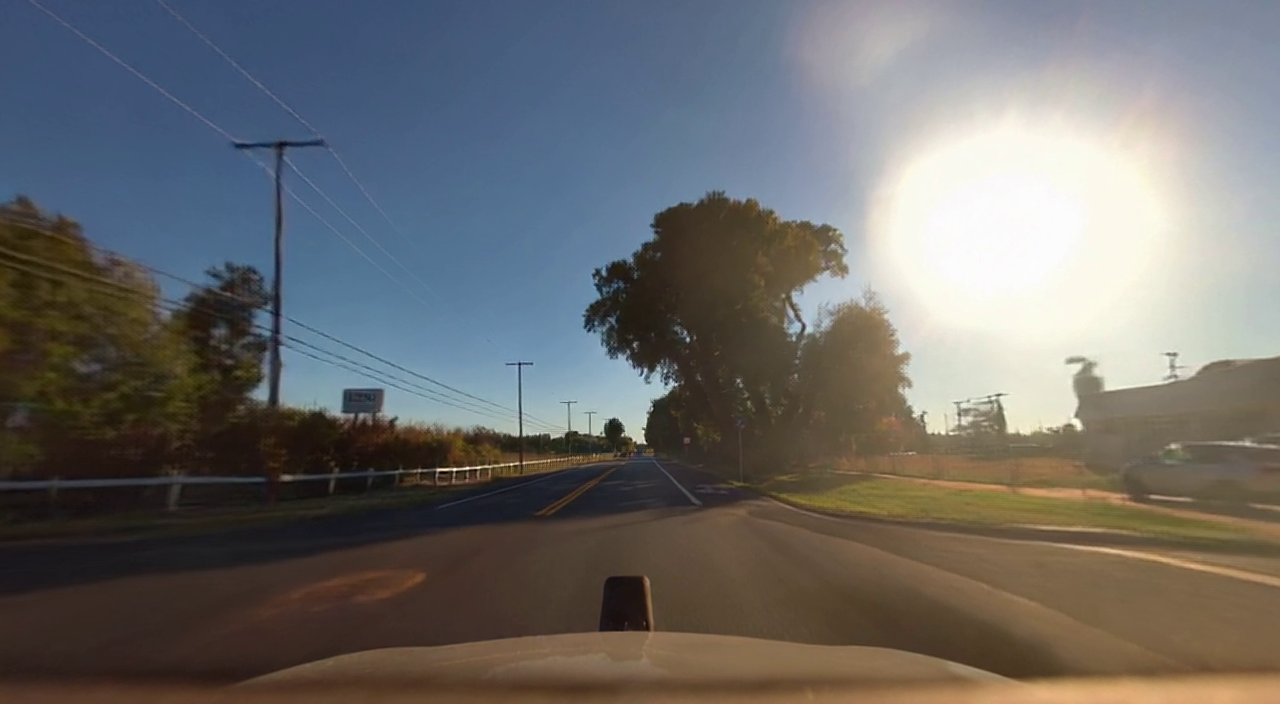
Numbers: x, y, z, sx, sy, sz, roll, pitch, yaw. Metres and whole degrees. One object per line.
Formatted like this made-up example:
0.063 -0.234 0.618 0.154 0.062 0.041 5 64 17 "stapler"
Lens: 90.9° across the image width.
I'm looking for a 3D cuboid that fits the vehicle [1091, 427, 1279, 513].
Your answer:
14.237 2.799 15.271 2.037 1.829 4.919 4 -9 -21 "vehicle"
